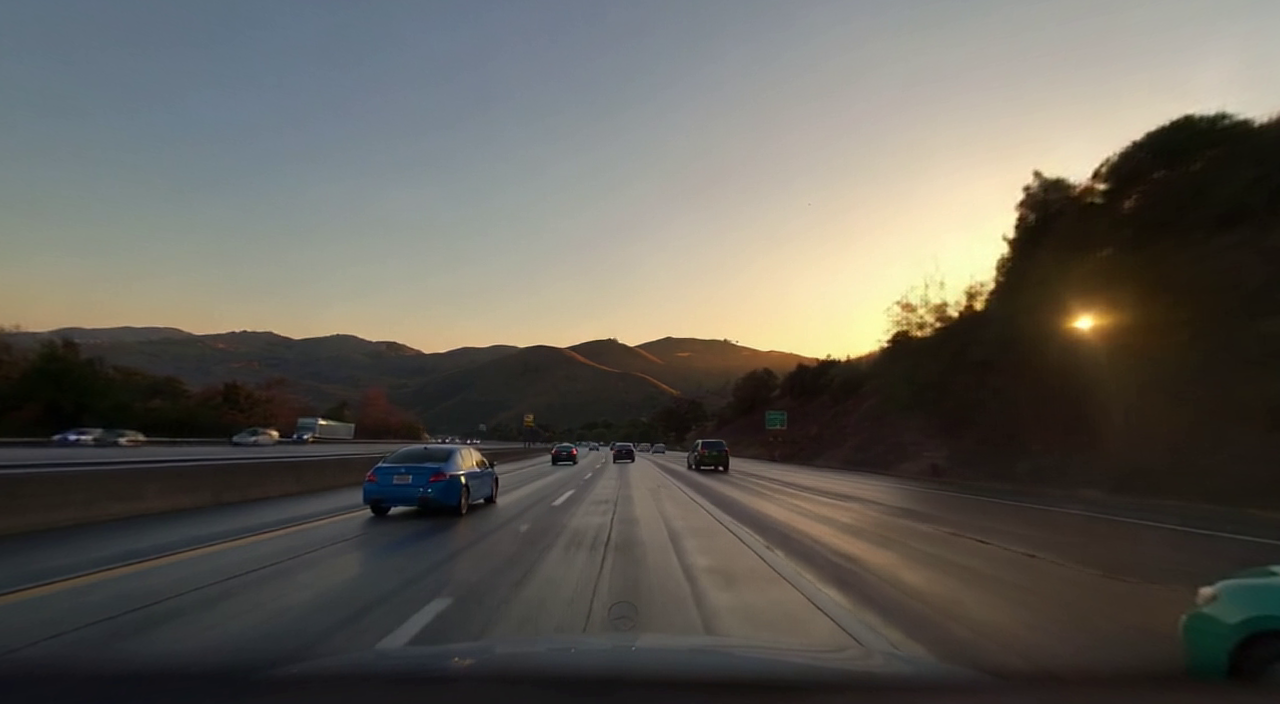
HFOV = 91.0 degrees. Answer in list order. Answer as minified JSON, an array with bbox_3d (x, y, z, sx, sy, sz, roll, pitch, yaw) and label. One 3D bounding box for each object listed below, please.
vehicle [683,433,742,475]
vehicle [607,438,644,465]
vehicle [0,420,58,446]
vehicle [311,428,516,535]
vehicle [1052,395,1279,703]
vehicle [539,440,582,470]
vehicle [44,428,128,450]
[{"bbox_3d":[3.398,4.897,30.458,2.222,1.820,4.733,0,-9,0],"label":"vehicle"},{"bbox_3d":[-0.880,6.250,39.520,2.147,1.572,4.094,0,-9,0],"label":"vehicle"},{"bbox_3d":[-43.664,5.609,43.541,1.931,1.703,5.272,1,-8,-2],"label":"vehicle"},{"bbox_3d":[-3.679,2.175,11.196,1.993,1.500,4.248,0,-9,1],"label":"vehicle"},{"bbox_3d":[3.445,0.759,1.224,2.136,1.511,4.706,0,-9,1],"label":"vehicle"},{"bbox_3d":[-4.132,5.398,33.237,1.796,1.464,3.839,0,-9,0],"label":"vehicle"},{"bbox_3d":[-39.419,6.231,44.948,1.790,1.511,4.734,1,-8,-2],"label":"vehicle"}]
